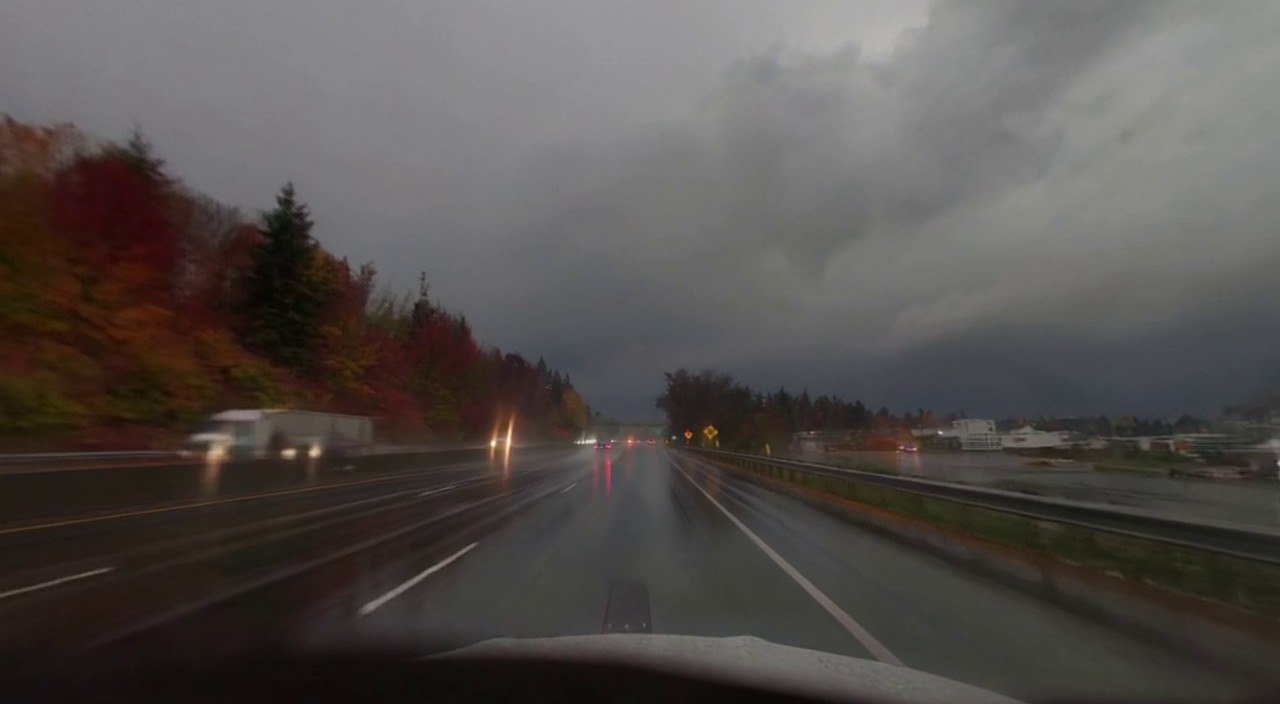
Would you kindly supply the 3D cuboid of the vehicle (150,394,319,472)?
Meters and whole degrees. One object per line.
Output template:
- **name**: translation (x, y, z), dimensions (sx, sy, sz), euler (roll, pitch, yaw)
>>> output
- **vehicle**: translation (-23.021, 4.786, 36.741), dimensions (2.976, 3.894, 9.880), euler (0, -8, 1)

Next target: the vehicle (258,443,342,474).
- **vehicle**: translation (-18.240, 5.708, 34.000), dimensions (1.878, 1.520, 4.582), euler (0, -8, 2)
